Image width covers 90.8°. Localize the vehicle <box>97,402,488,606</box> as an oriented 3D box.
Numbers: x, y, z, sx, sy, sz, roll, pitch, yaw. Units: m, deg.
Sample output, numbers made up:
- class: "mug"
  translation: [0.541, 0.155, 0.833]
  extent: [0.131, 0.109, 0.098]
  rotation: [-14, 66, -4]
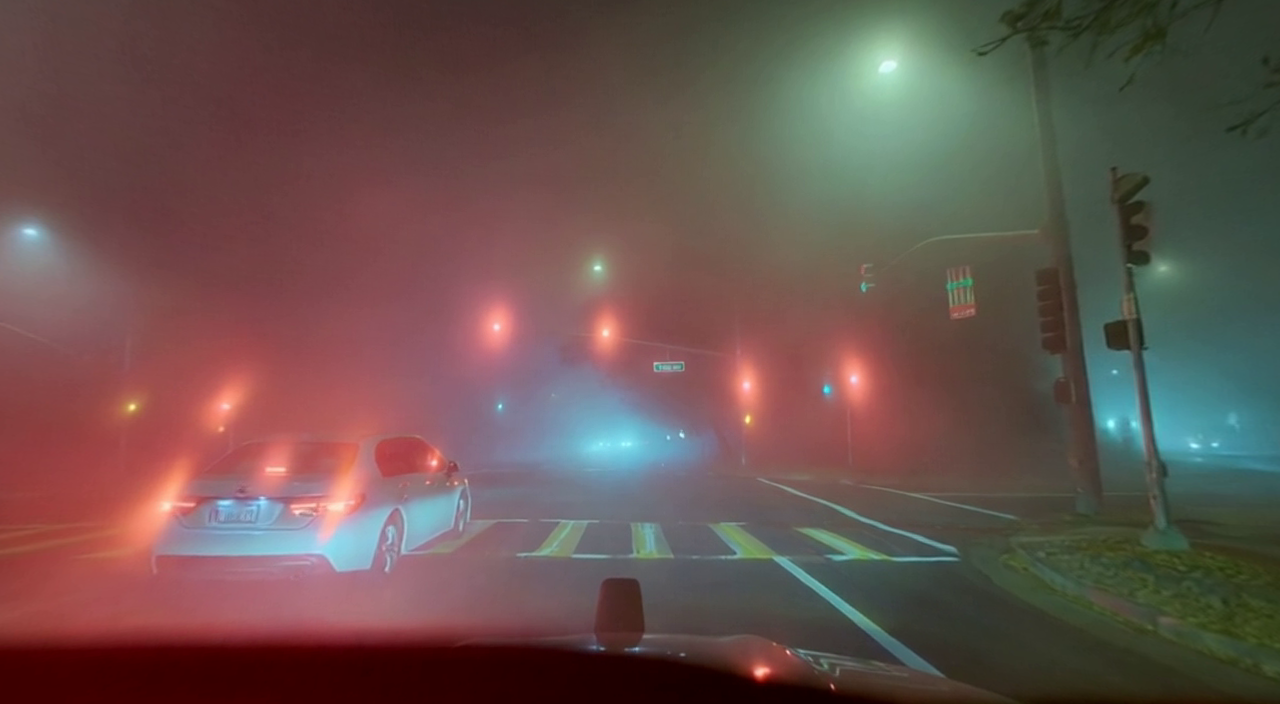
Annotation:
- class: "vehicle"
  translation: [-3.295, 1.537, 7.320]
  extent: [2.076, 1.599, 4.483]
  rotation: [0, -8, -2]
